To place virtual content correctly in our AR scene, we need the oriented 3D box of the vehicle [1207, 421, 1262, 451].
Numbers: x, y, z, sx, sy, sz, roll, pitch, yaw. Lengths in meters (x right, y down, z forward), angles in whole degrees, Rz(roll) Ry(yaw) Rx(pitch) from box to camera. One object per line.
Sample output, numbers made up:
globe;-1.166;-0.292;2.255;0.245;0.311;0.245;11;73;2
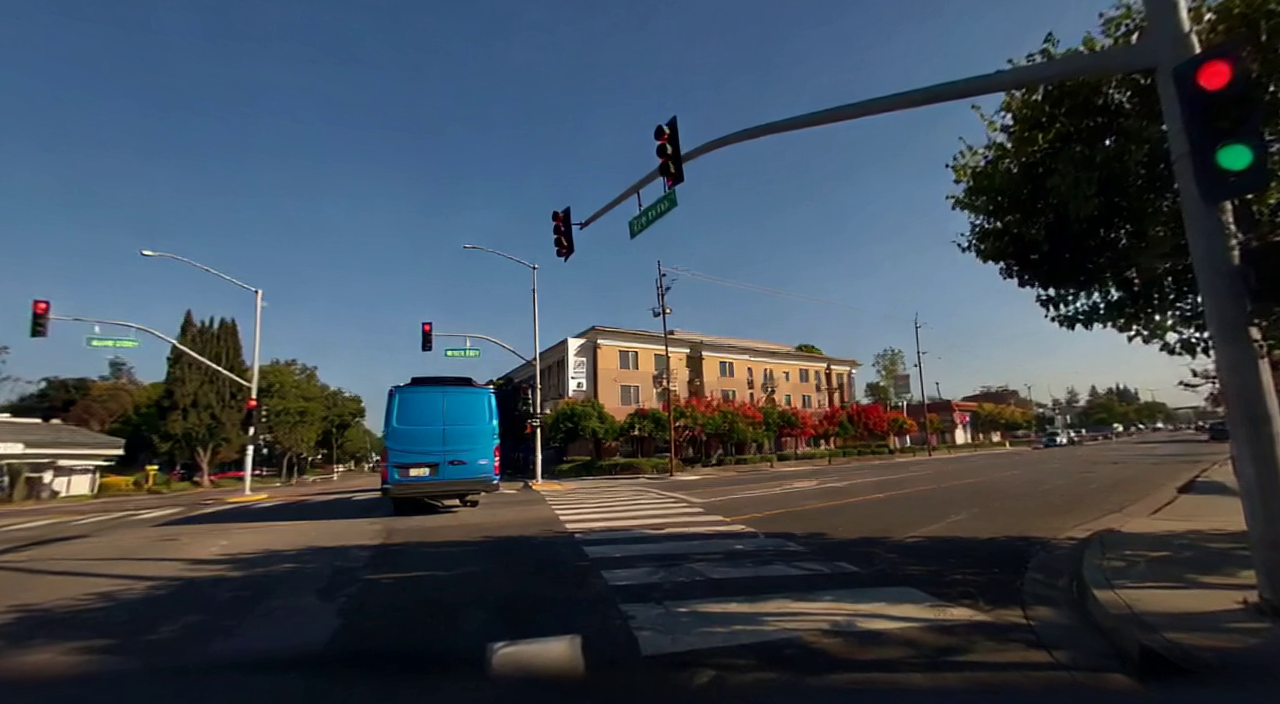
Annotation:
vehicle;40.731;5.785;43.218;5.049;1.896;2.194;8;-12;-42
